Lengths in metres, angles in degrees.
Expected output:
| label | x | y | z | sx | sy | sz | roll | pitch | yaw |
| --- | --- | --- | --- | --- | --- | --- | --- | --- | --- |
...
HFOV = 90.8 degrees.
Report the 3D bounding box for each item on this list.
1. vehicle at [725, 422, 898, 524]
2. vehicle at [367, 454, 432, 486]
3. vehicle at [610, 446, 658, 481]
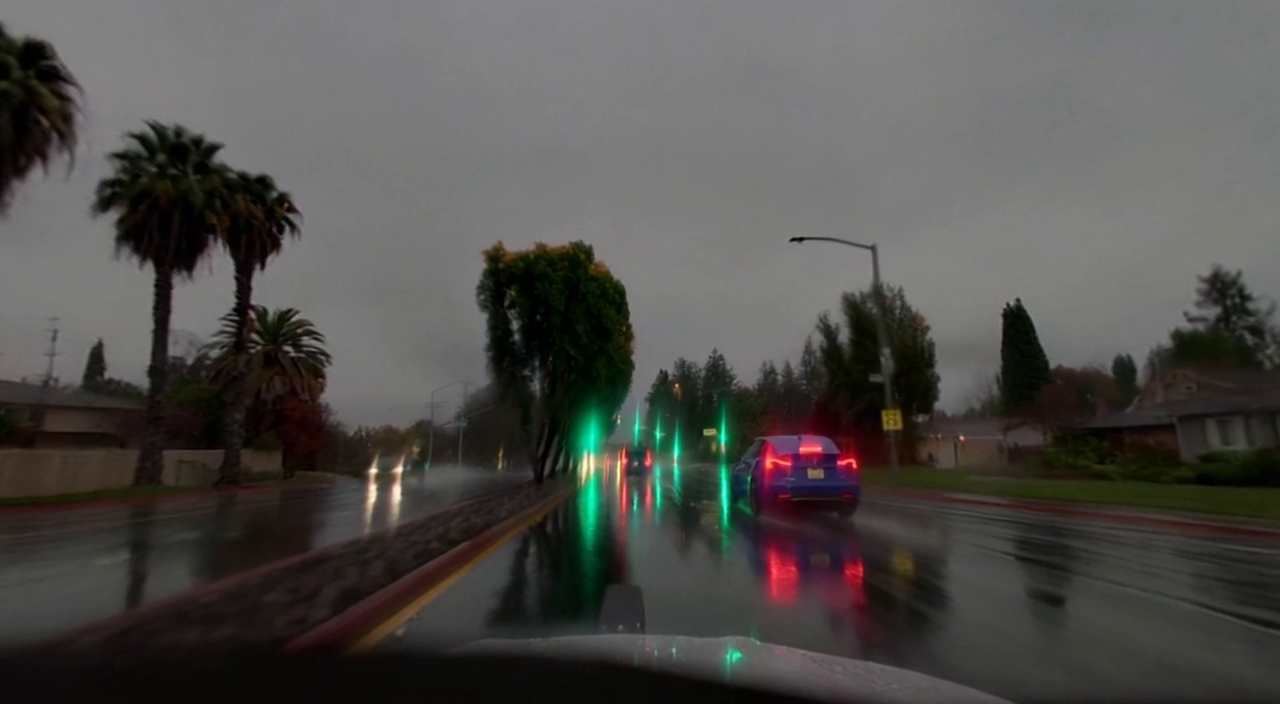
| label | x | y | z | sx | sy | sz | roll | pitch | yaw |
| --- | --- | --- | --- | --- | --- | --- | --- | --- | --- |
| vehicle | 3.417 | 2.538 | 13.905 | 2.205 | 1.803 | 5.135 | 0 | -9 | -2 |
| vehicle | -17.302 | 8.464 | 45.765 | 2.449 | 2.016 | 5.383 | -2 | -9 | 2 |
| vehicle | -0.357 | 5.889 | 33.639 | 2.341 | 1.709 | 4.466 | 0 | -9 | -2 |
